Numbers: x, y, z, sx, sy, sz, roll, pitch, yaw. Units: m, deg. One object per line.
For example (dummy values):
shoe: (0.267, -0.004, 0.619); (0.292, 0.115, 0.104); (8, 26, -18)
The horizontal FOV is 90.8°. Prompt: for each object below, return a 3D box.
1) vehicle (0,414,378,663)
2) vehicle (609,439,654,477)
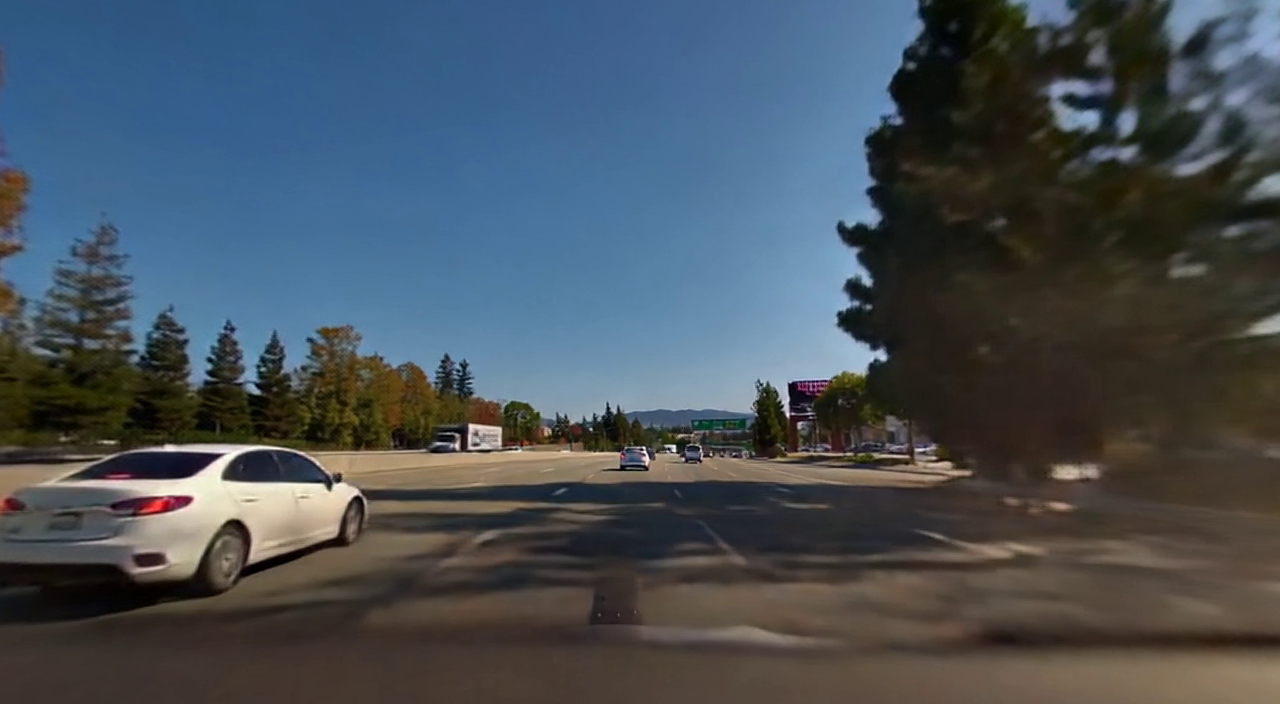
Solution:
vehicle: (-4.471, 1.468, 6.142); (1.907, 1.483, 4.562); (0, -9, 0)
vehicle: (-0.392, 5.602, 33.681); (2.155, 1.856, 4.796); (0, -9, 2)
